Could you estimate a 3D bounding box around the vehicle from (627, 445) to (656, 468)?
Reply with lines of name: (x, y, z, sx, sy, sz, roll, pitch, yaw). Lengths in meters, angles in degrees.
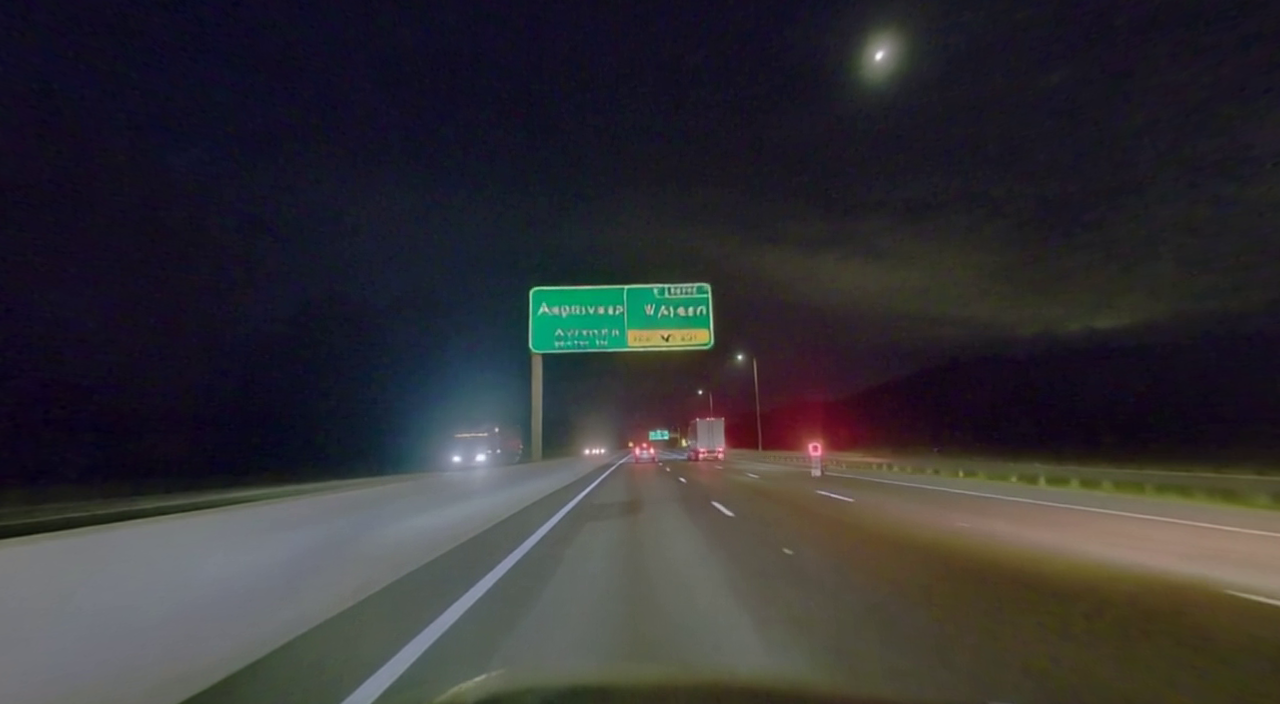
vehicle: (0.084, 7.628, 45.941, 2.024, 1.579, 3.707, -1, -9, 0)
